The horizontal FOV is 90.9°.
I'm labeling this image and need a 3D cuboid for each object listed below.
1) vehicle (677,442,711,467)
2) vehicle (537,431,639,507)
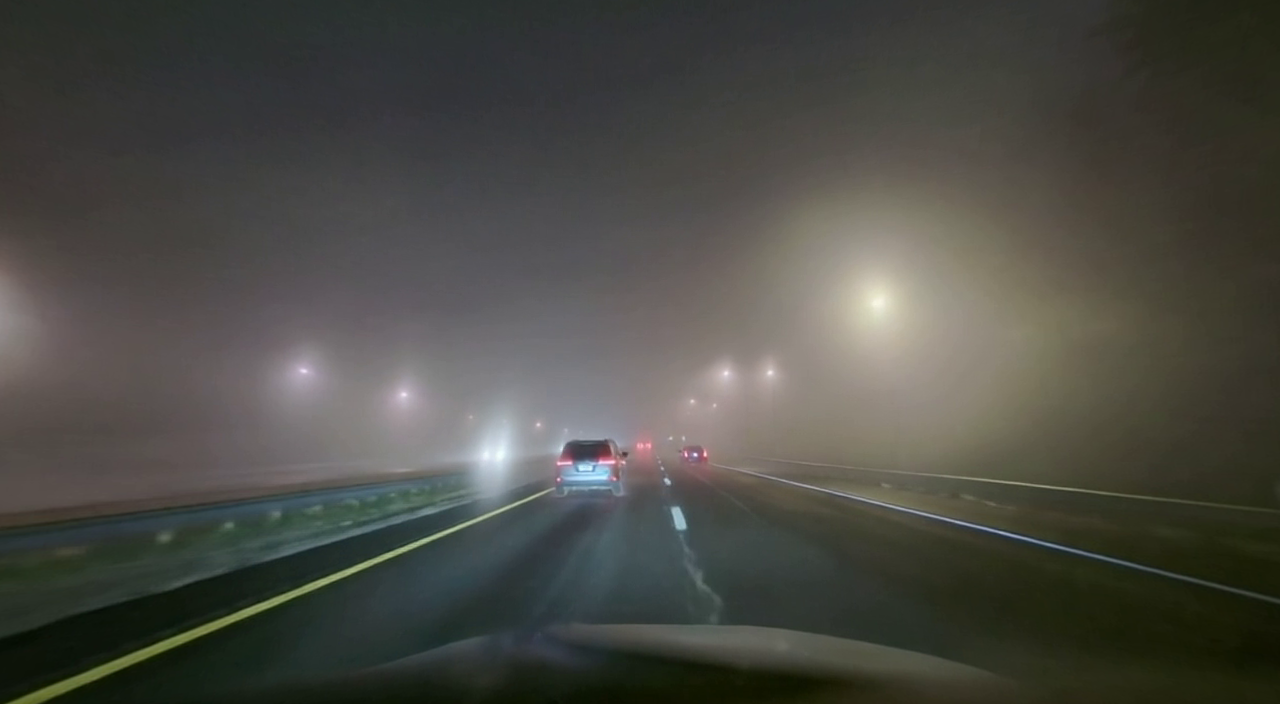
[{"bbox_3d":[3.776,7.275,44.974,2.073,1.621,3.993,-1,-9,0],"label":"vehicle"},{"bbox_3d":[-1.198,3.002,16.655,2.143,1.693,4.513,-1,-9,2],"label":"vehicle"}]
